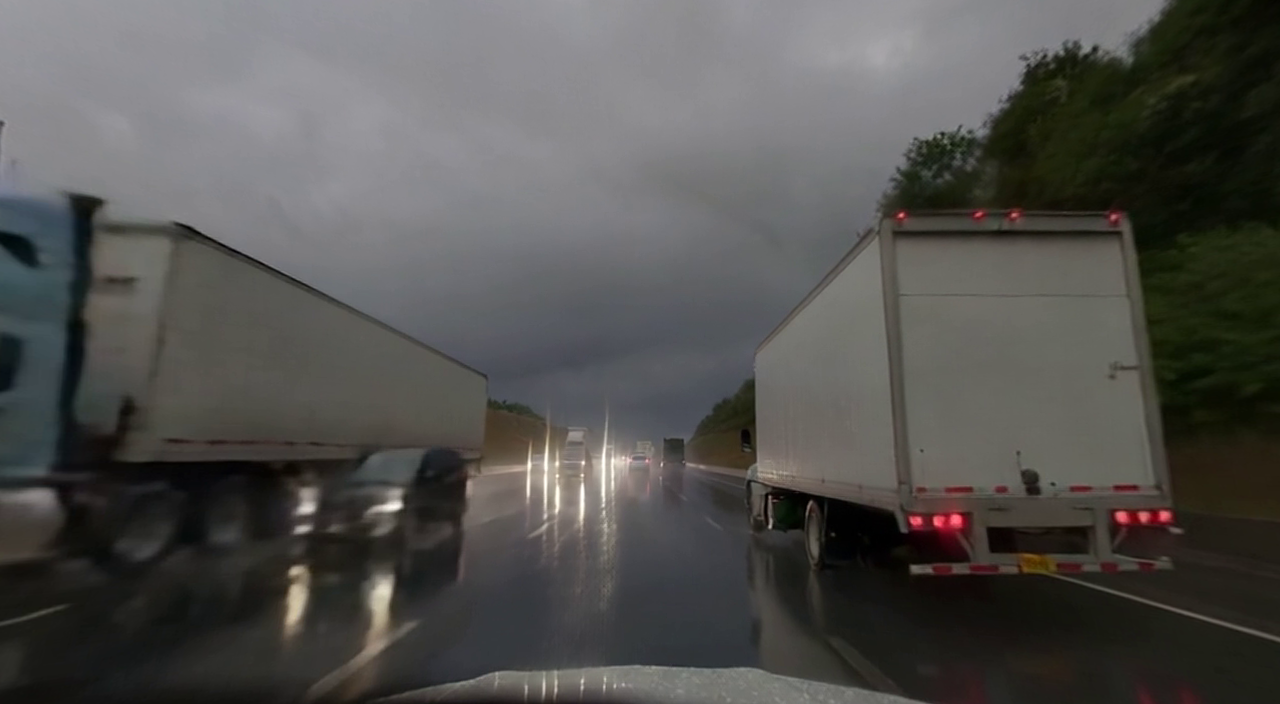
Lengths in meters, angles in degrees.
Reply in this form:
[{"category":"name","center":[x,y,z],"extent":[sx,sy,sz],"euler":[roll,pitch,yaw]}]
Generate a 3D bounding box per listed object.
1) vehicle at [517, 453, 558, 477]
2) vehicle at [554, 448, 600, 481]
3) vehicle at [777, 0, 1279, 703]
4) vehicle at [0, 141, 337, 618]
[{"category":"vehicle","center":[-6.806,7.547,42.348],"extent":[1.911,1.422,4.515],"euler":[0,-9,1]},{"category":"vehicle","center":[-3.367,6.088,34.313],"extent":[2.008,1.671,4.126],"euler":[0,-9,1]},{"category":"vehicle","center":[3.211,-0.432,1.182],"extent":[2.845,4.071,14.008],"euler":[0,-9,0]},{"category":"vehicle","center":[-6.809,0.626,7.949],"extent":[2.910,3.989,5.837],"euler":[0,-9,0]}]
